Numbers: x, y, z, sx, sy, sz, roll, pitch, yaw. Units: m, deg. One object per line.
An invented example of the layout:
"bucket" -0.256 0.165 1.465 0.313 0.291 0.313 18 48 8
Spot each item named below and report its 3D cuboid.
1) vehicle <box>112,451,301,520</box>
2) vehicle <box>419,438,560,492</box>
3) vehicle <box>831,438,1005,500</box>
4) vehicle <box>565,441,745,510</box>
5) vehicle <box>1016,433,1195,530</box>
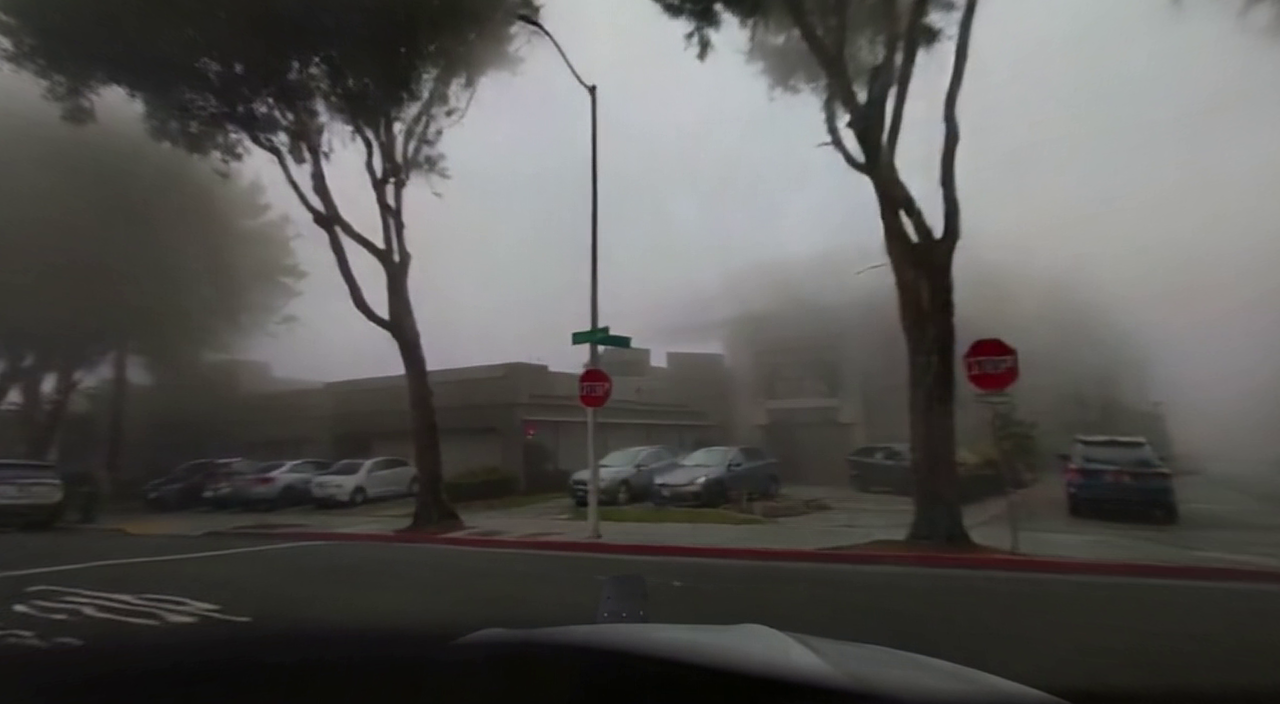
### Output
"vehicle" -14.858 4.442 21.500 6.027 1.893 2.282 -2 -8 23
"vehicle" -10.130 7.431 41.880 9.384 3.230 2.928 -5 -9 27
"vehicle" 9.837 4.043 22.195 5.798 1.920 2.267 4 -9 -25
"vehicle" 0.415 3.467 18.081 4.778 1.753 1.959 -4 -9 24
"vehicle" 11.387 3.094 15.966 2.305 1.962 5.685 -4 -9 23
